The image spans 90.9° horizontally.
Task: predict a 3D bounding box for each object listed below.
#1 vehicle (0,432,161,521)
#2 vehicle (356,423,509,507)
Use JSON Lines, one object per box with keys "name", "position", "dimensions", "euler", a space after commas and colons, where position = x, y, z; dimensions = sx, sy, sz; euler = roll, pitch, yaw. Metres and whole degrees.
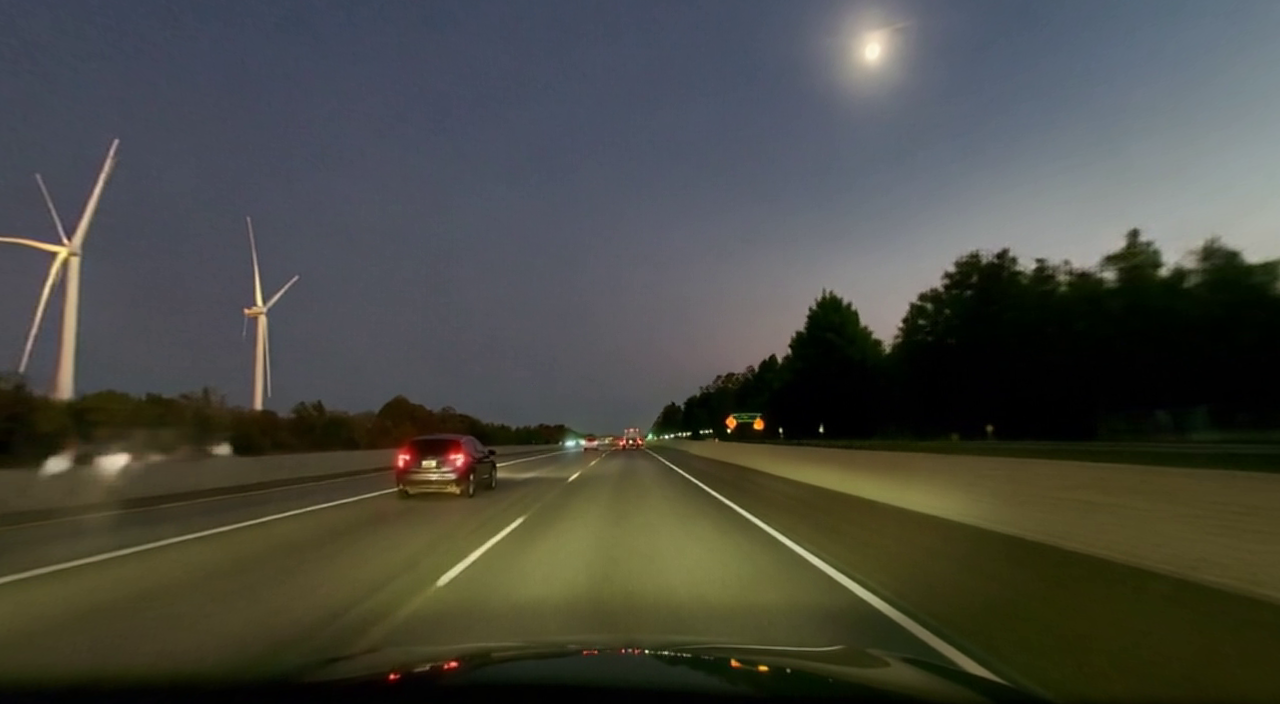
{"name": "vehicle", "position": [-12.363, 2.443, 12.981], "dimensions": [2.055, 1.545, 3.765], "euler": [0, -8, -1]}
{"name": "vehicle", "position": [-4.192, 2.327, 13.491], "dimensions": [1.950, 1.511, 3.965], "euler": [0, -8, 0]}
